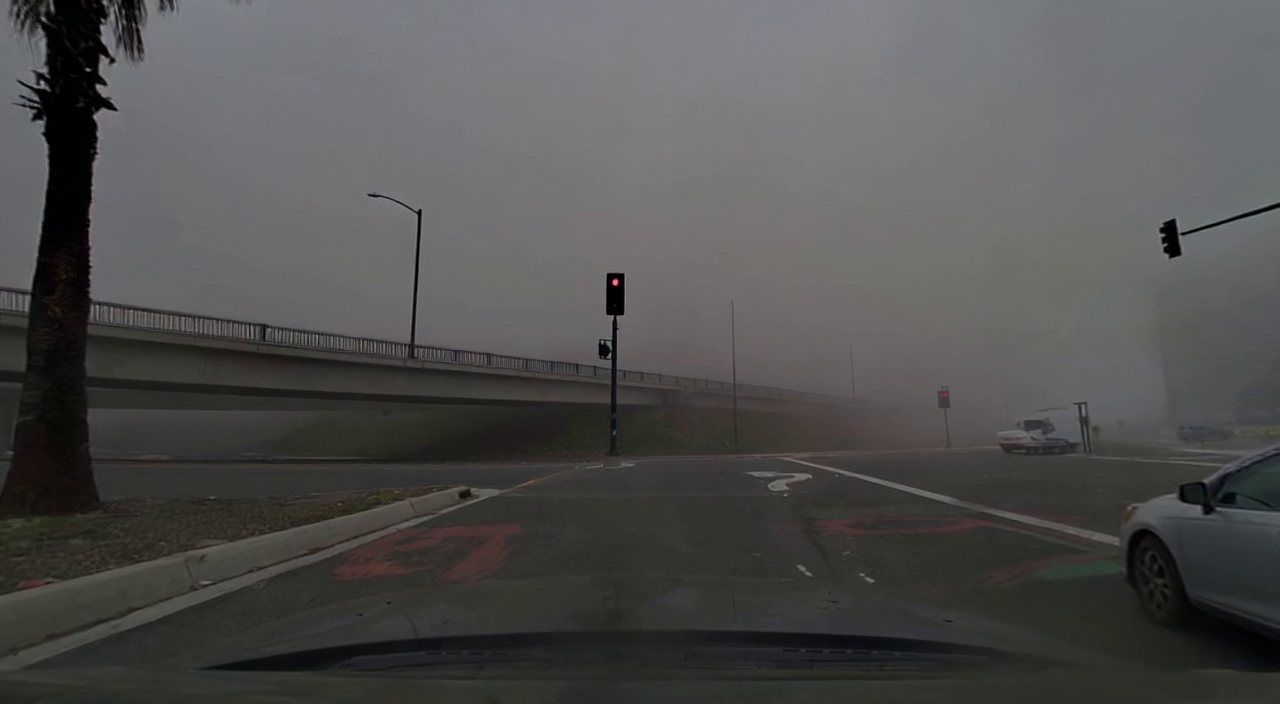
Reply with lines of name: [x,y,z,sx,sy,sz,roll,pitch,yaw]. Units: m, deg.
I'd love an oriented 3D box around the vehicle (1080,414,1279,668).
vehicle: [4.713,1.080,3.510,1.959,1.485,4.628,-2,-9,11]
